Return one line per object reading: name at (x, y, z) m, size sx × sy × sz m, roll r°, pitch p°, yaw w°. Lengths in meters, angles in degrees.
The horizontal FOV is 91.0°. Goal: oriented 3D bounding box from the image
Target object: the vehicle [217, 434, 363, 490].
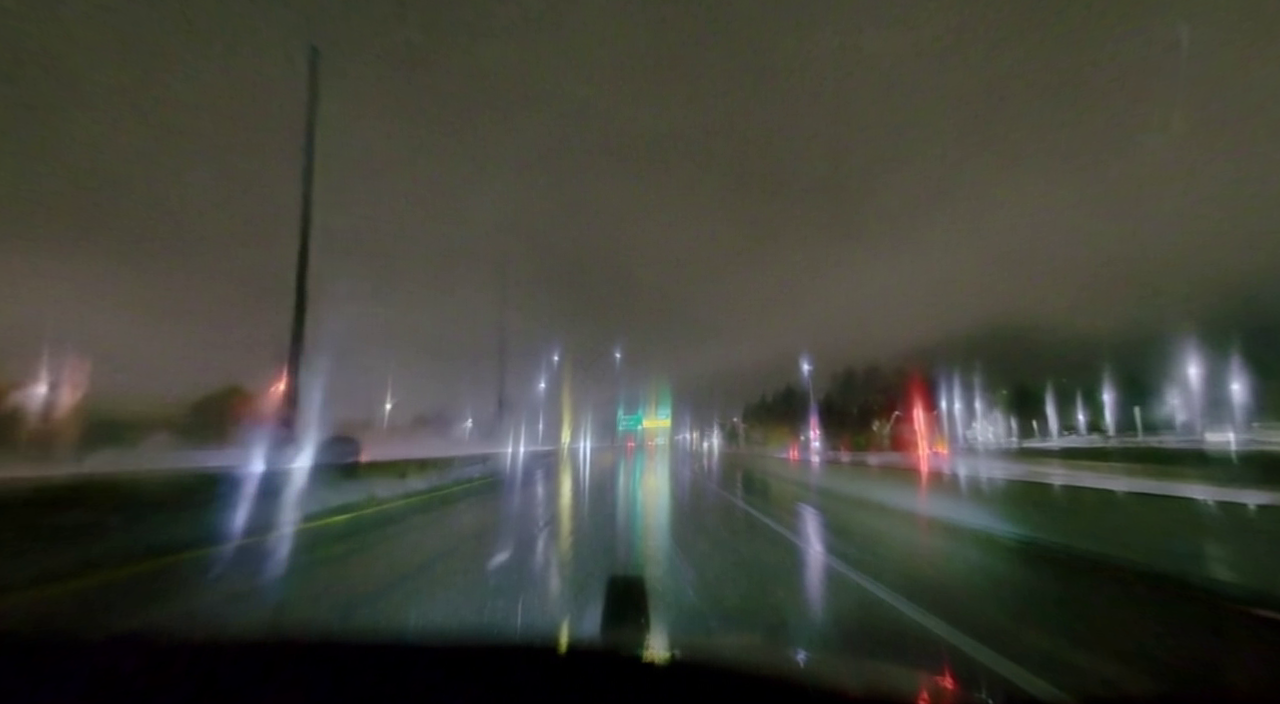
vehicle at (-11.728, 3.698, 21.637) m, size 2.044 × 1.690 × 5.155 m, roll 0°, pitch -8°, yaw 0°
